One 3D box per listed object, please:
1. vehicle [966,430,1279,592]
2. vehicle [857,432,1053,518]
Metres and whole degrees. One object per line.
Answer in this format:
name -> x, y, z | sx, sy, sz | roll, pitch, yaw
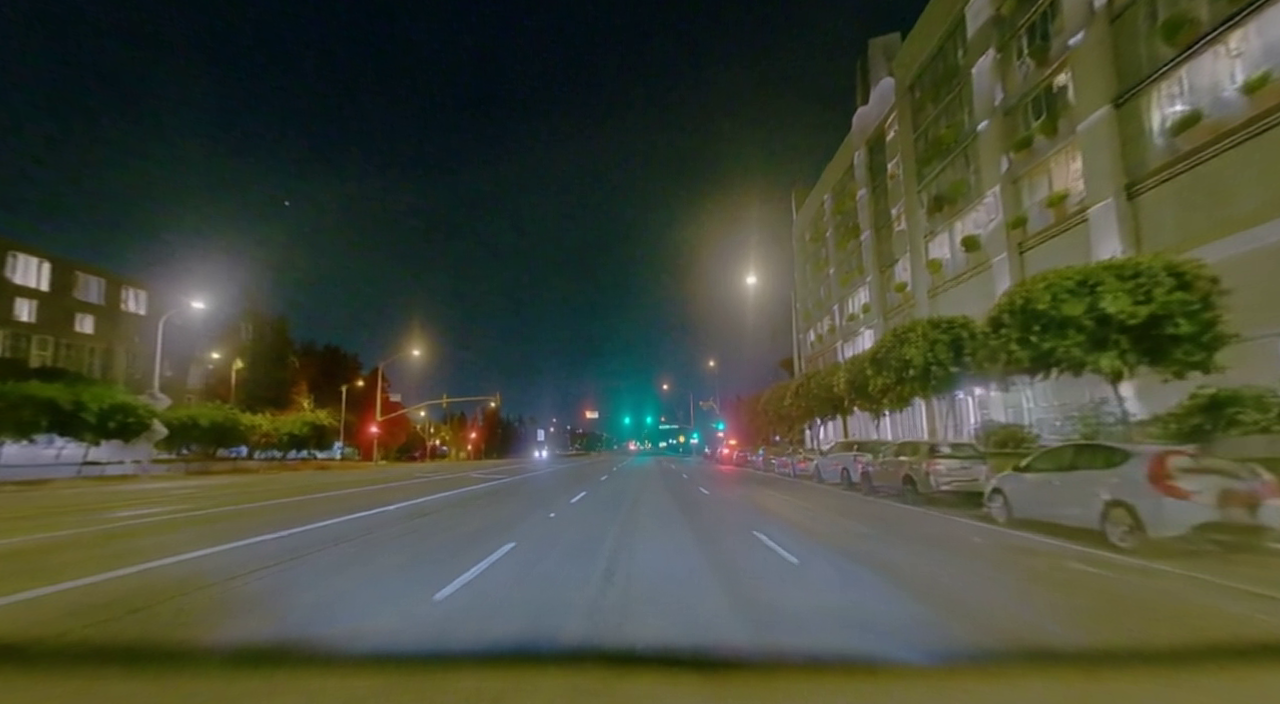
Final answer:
vehicle -> 6.618, 1.874, 8.430 | 2.020, 1.520, 4.876 | 0, -9, 3
vehicle -> 6.903, 2.733, 14.584 | 1.951, 1.627, 5.113 | 0, -9, 1
